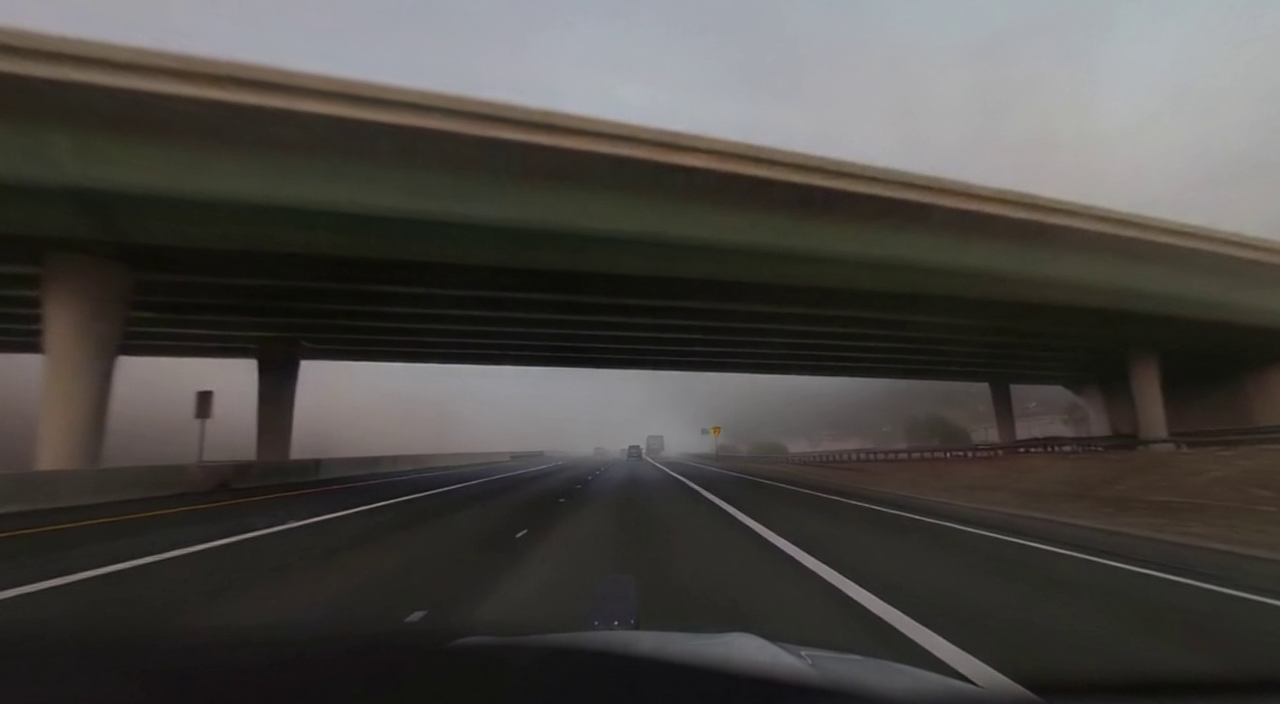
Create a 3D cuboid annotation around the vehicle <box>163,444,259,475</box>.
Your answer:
[{"bbox_3d":[-24.770,6.197,36.739,1.935,1.653,5.201,0,-8,0],"label":"vehicle"}]
